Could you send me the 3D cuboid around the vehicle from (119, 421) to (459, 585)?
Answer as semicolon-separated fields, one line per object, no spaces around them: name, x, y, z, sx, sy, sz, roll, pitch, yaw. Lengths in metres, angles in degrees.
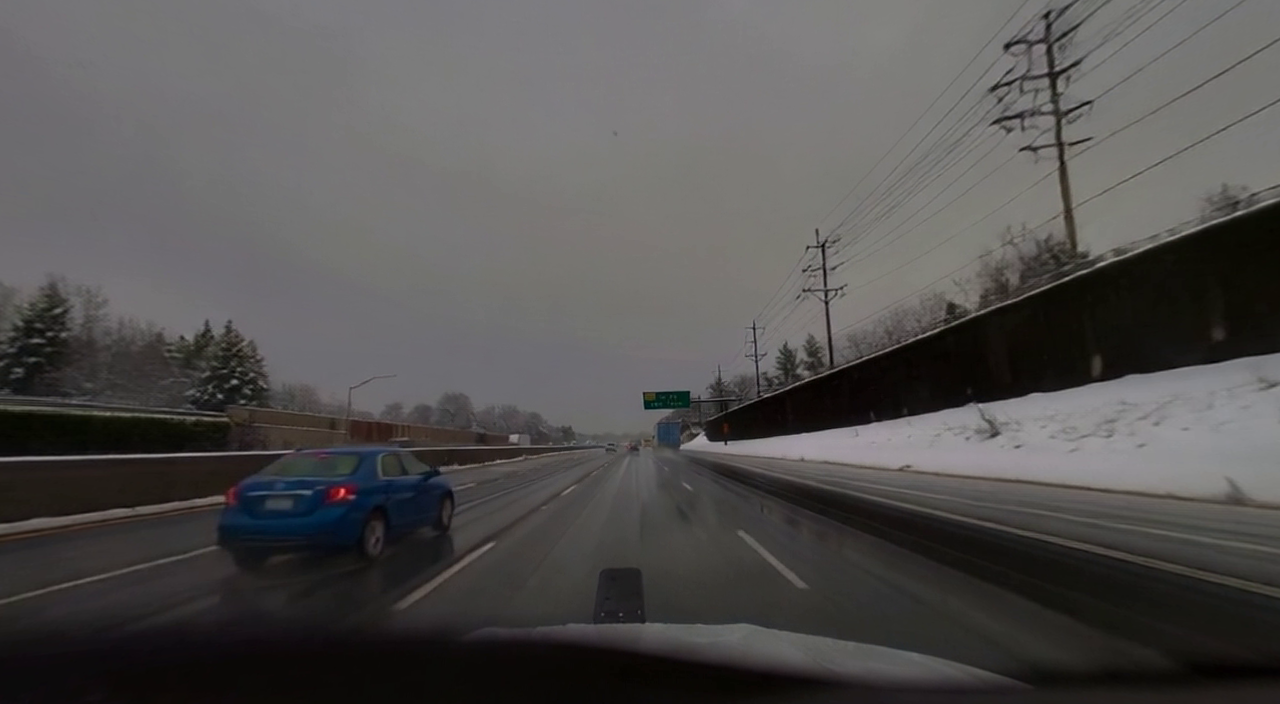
vehicle;-3.978;1.774;8.217;2.009;1.533;4.175;-1;-9;0
